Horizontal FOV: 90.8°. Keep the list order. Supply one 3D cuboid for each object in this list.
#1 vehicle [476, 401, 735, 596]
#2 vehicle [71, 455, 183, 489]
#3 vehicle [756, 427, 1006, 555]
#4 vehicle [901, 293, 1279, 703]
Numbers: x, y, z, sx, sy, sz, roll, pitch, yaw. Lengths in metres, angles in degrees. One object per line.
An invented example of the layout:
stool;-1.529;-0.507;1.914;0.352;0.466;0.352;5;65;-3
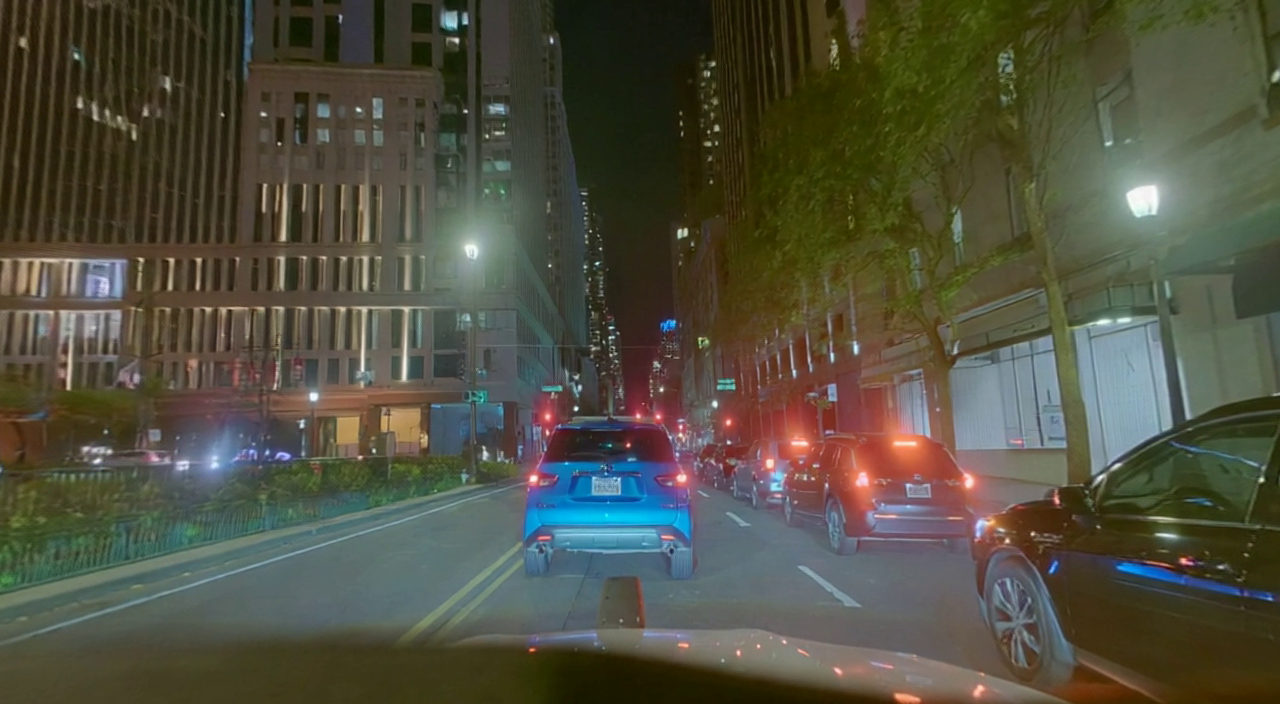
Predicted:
vehicle;-0.342;1.586;7.639;2.249;1.684;4.084;0;-9;-1
vehicle;-25.318;5.917;31.429;1.960;1.459;4.699;1;-9;-6
vehicle;3.279;1.985;9.808;1.941;1.482;4.632;0;-9;-2
vehicle;2.999;0.750;2.245;2.063;1.760;4.664;0;-9;-1
